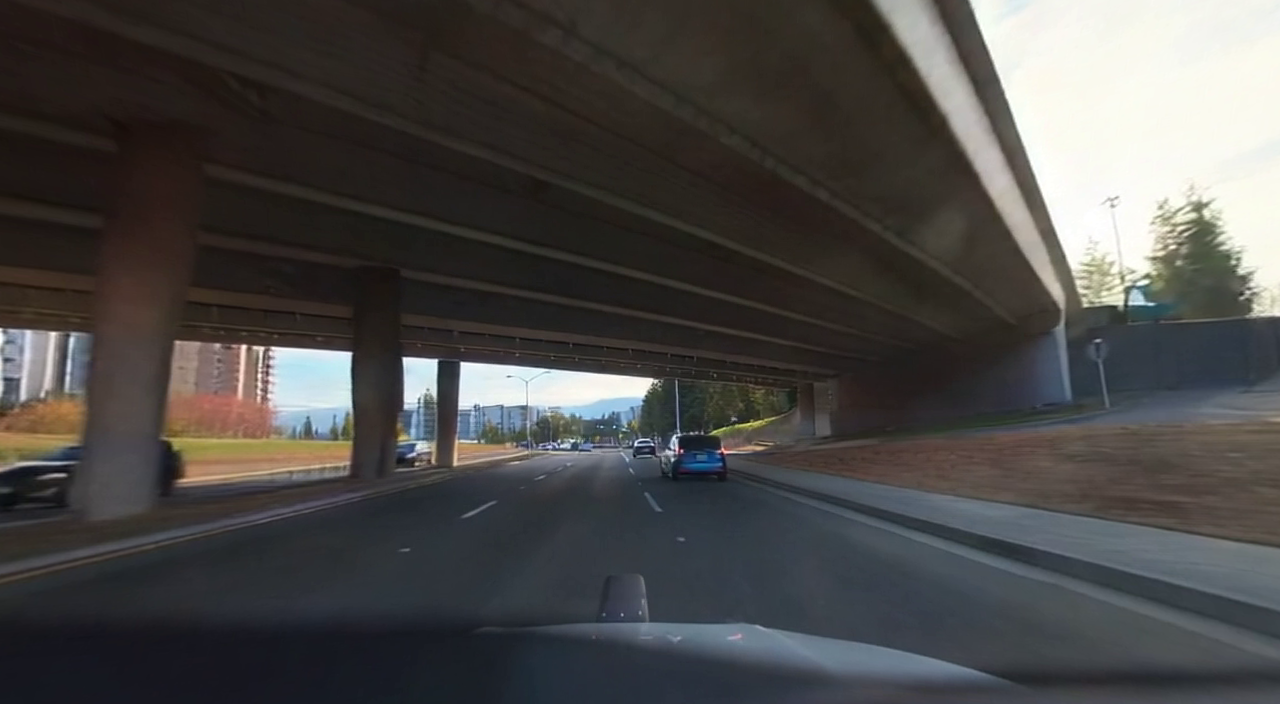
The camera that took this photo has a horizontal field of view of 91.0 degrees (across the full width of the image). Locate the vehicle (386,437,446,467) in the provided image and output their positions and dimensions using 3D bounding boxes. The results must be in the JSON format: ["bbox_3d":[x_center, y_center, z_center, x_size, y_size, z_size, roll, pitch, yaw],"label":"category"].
[{"bbox_3d":[-14.783,6.638,41.934,2.093,1.806,5.466,0,-9,-2],"label":"vehicle"}]

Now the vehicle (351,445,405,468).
[{"bbox_3d":[-18.707,7.486,45.250,1.980,1.517,4.690,0,-9,-2],"label":"vehicle"}]

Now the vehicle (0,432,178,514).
[{"bbox_3d":[-13.968,2.861,15.373,2.052,1.690,4.458,0,-9,-2],"label":"vehicle"}]

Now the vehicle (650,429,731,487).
[{"bbox_3d":[1.561,3.521,21.191,2.110,1.712,4.489,0,-9,-3],"label":"vehicle"}]
